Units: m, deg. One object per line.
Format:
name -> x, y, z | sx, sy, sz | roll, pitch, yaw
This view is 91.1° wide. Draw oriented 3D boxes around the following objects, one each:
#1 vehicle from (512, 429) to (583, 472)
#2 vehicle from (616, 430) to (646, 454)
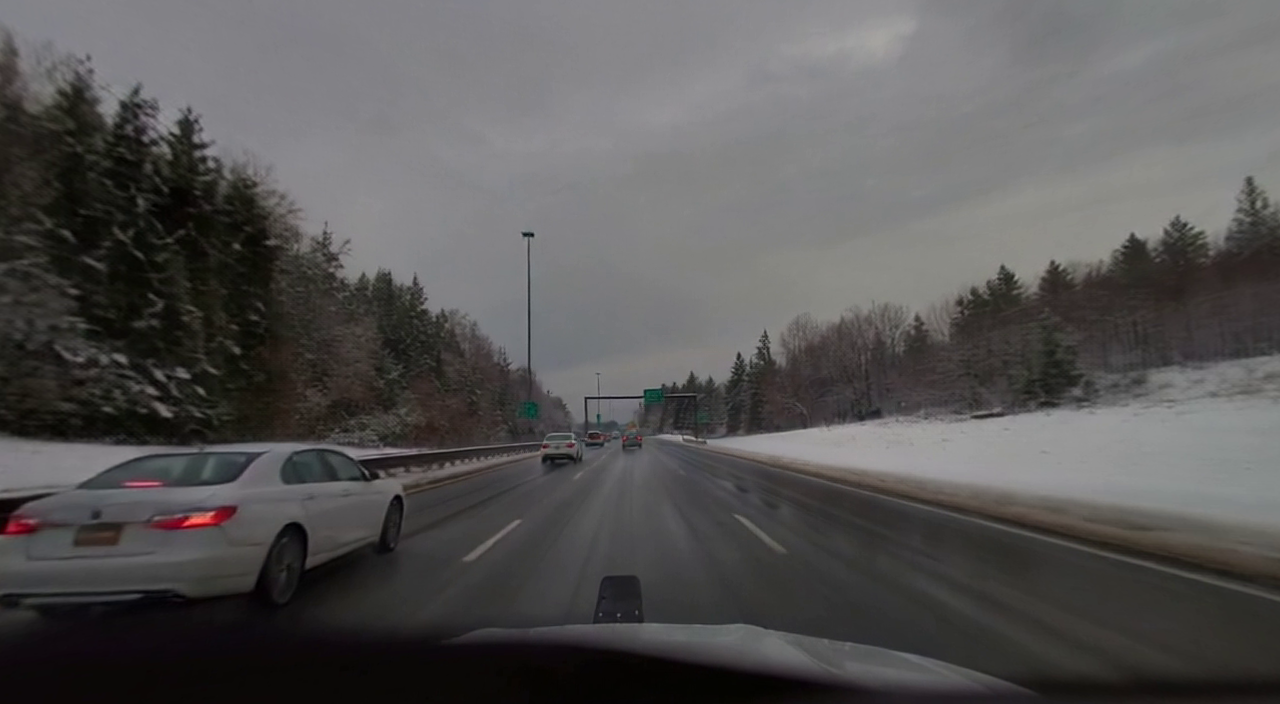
vehicle -> -3.433, 3.746, 24.242 | 1.989, 1.497, 4.645 | 0, -8, 0
vehicle -> -0.611, 6.323, 44.403 | 2.054, 1.609, 3.859 | 0, -8, 0
